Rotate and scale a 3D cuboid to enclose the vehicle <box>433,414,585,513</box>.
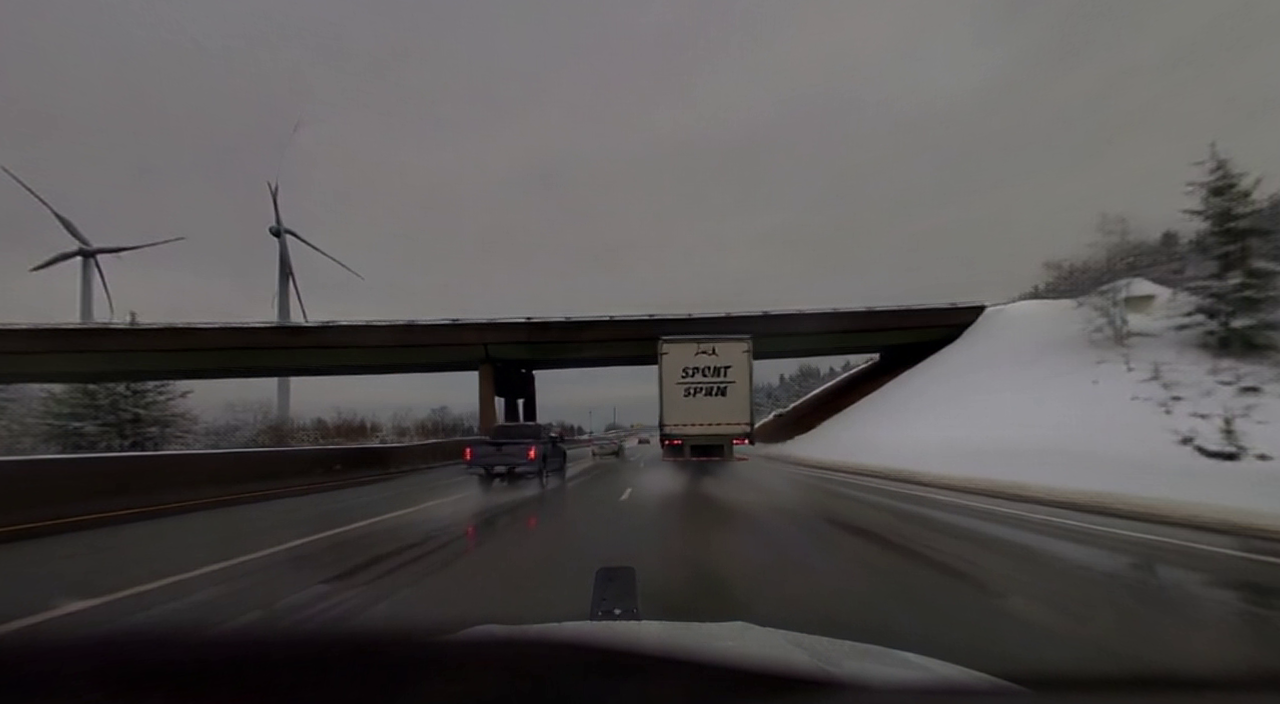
[{"bbox_3d":[-2.646,2.389,14.095,2.283,1.814,4.568,0,-8,2],"label":"vehicle"}]

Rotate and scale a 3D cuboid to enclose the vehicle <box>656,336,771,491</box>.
[{"bbox_3d":[2.084,2.396,22.542,2.906,3.990,12.551,0,-8,2],"label":"vehicle"}]

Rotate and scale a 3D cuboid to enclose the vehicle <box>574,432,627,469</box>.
[{"bbox_3d":[-1.873,4.878,31.541,2.167,1.686,4.946,0,-8,2],"label":"vehicle"}]
